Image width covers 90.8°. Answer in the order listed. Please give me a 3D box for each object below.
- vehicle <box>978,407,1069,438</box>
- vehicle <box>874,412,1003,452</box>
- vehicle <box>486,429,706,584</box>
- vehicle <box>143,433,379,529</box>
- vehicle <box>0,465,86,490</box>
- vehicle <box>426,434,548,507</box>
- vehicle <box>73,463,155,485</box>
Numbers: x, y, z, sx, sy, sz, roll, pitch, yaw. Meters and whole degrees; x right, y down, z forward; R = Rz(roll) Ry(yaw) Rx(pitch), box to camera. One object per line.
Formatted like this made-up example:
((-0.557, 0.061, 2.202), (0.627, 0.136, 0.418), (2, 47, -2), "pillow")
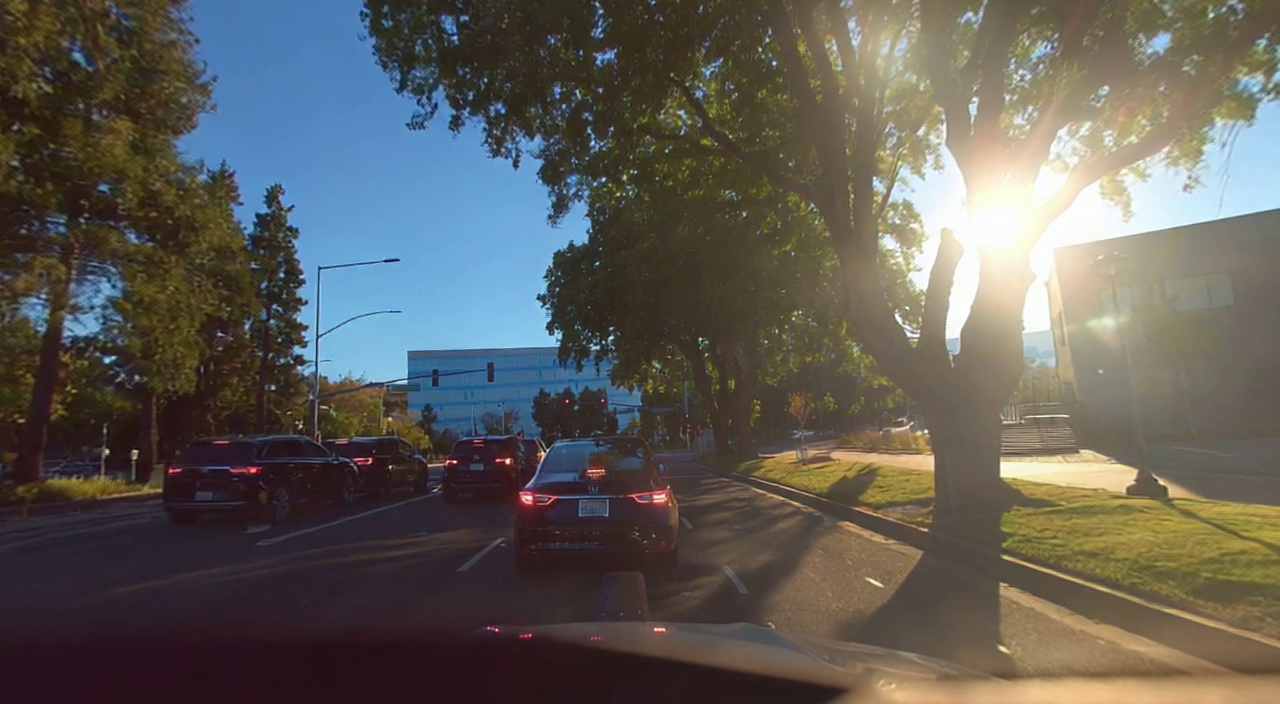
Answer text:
((27.382, 5.062, 45.235), (5.333, 1.880, 2.130), (-8, -9, 31), "vehicle")
((13.928, 3.792, 29.711), (4.975, 1.809, 1.956), (-1, -9, 1), "vehicle")
((-0.415, 1.791, 8.118), (2.104, 1.472, 3.946), (0, -9, 0), "vehicle")
((-7.277, 2.497, 12.821), (2.096, 1.593, 4.288), (0, -9, 1), "vehicle")
((-36.638, 7.622, 38.441), (4.093, 1.440, 1.804), (0, -9, -1), "vehicle")
((-3.622, 2.886, 15.772), (1.969, 1.570, 4.019), (0, -9, 1), "vehicle")
((-36.385, 8.444, 43.759), (3.918, 1.423, 1.861), (0, -9, 0), "vehicle")
